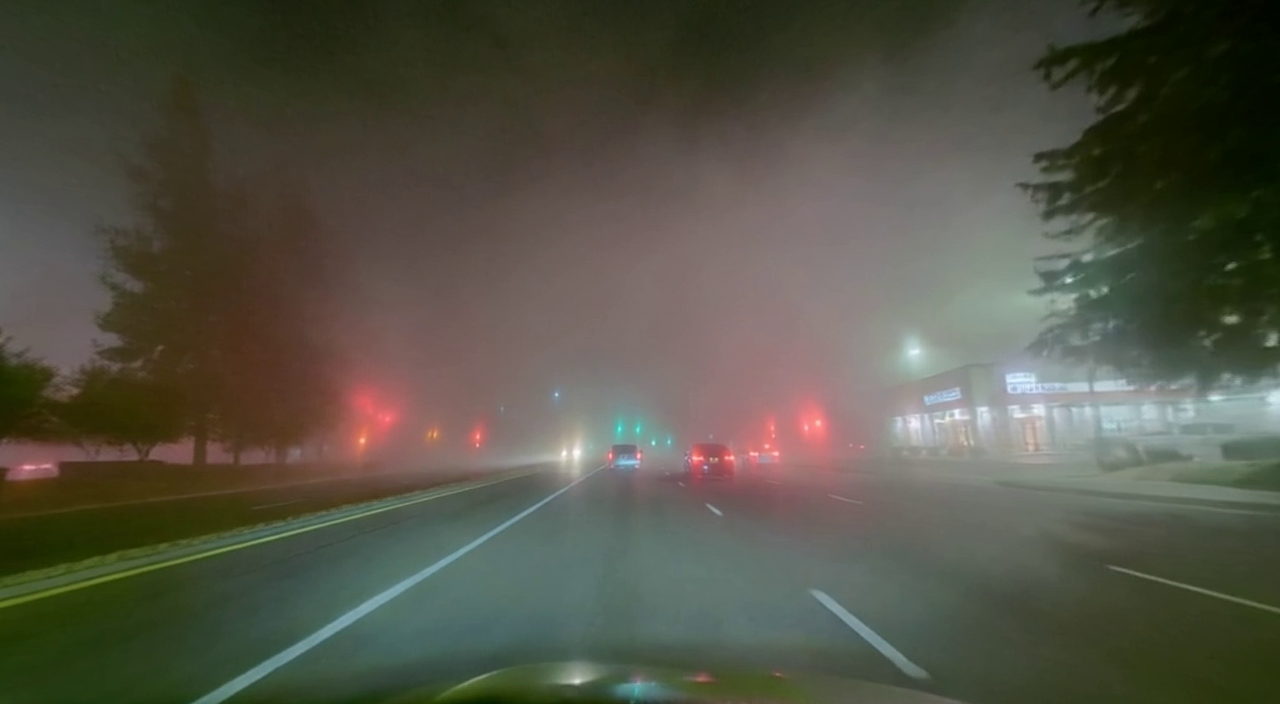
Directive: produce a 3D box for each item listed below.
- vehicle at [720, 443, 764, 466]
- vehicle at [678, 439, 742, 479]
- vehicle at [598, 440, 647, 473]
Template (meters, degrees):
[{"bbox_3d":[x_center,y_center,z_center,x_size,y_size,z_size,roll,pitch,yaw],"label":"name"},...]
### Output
[{"bbox_3d":[6.336,6.399,39.637,2.068,1.393,3.874,0,-8,-1],"label":"vehicle"},{"bbox_3d":[2.831,4.448,26.617,2.057,1.491,4.675,0,-8,-1],"label":"vehicle"},{"bbox_3d":[-0.800,5.097,31.047,2.242,1.474,4.127,0,-8,0],"label":"vehicle"}]
